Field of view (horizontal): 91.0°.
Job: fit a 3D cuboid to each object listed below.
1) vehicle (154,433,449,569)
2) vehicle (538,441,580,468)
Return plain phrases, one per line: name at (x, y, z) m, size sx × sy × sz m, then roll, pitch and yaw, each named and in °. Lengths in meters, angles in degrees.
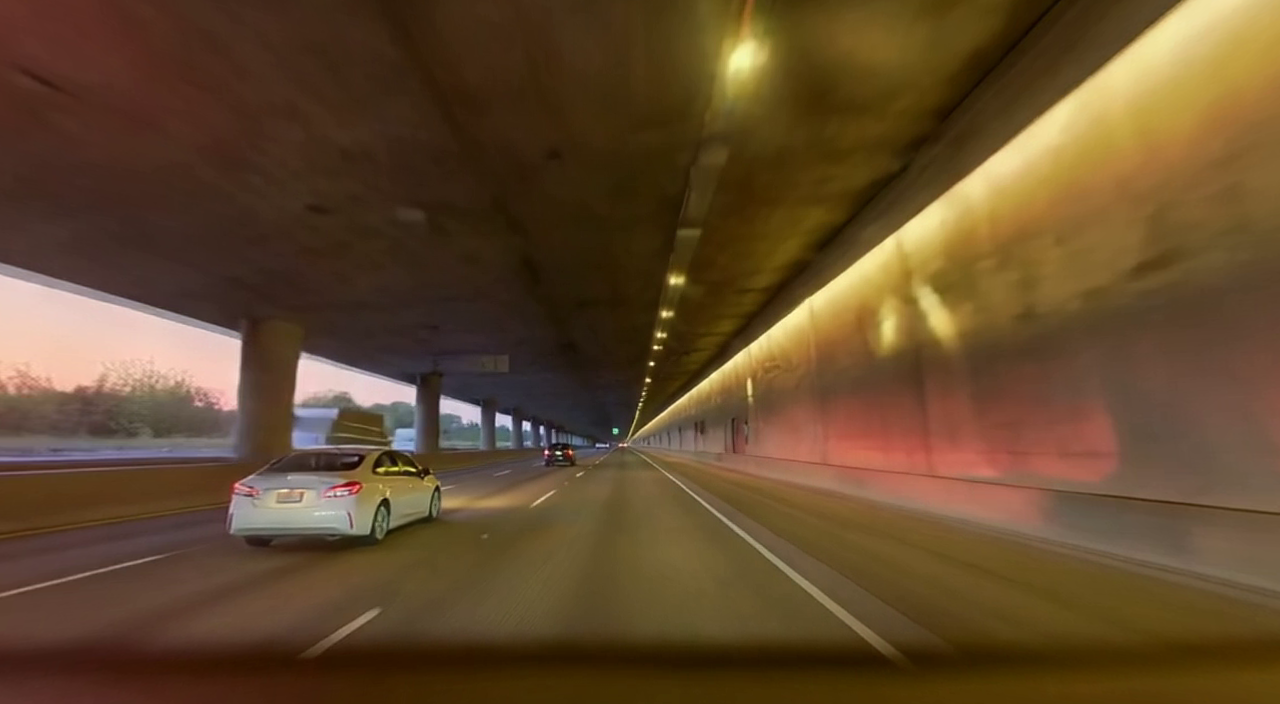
vehicle at (-4.301, 1.914, 8.952) m, size 1.885 × 1.424 × 4.230 m, roll 0°, pitch -8°, yaw -1°
vehicle at (-4.734, 6.019, 37.365) m, size 1.973 × 1.474 × 4.199 m, roll 0°, pitch -8°, yaw -1°
